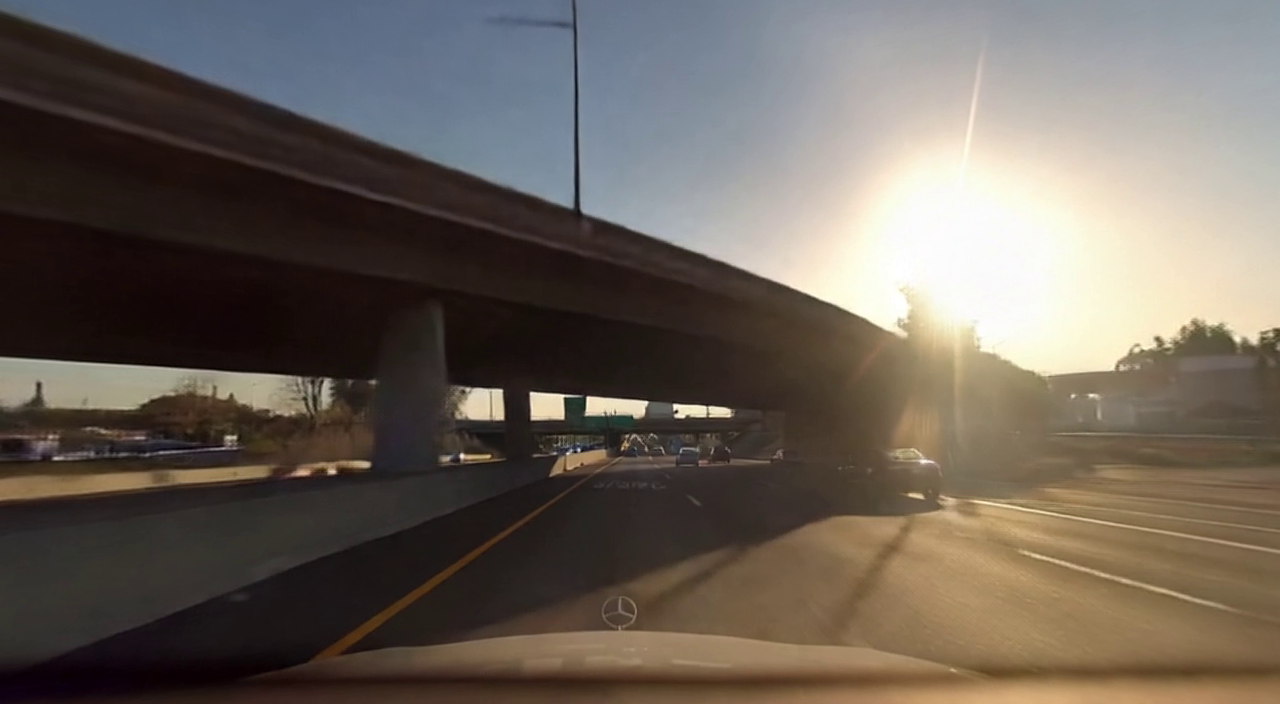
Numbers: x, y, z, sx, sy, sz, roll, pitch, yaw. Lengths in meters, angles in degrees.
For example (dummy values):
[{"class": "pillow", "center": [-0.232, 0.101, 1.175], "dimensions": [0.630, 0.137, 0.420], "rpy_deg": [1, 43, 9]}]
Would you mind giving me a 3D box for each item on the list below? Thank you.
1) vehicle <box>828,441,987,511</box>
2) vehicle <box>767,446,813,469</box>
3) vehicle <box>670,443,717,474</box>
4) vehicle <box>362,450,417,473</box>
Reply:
[{"class": "vehicle", "center": [6.500, 3.041, 16.014], "dimensions": [1.952, 1.489, 4.483], "rpy_deg": [0, -9, -2]}, {"class": "vehicle", "center": [9.715, 6.845, 41.167], "dimensions": [1.838, 1.440, 4.121], "rpy_deg": [0, -9, -2]}, {"class": "vehicle", "center": [2.798, 5.674, 33.871], "dimensions": [1.993, 1.507, 4.594], "rpy_deg": [0, -9, -2]}, {"class": "vehicle", "center": [-17.062, 7.428, 43.222], "dimensions": [1.900, 1.464, 4.550], "rpy_deg": [0, -9, 0]}]
